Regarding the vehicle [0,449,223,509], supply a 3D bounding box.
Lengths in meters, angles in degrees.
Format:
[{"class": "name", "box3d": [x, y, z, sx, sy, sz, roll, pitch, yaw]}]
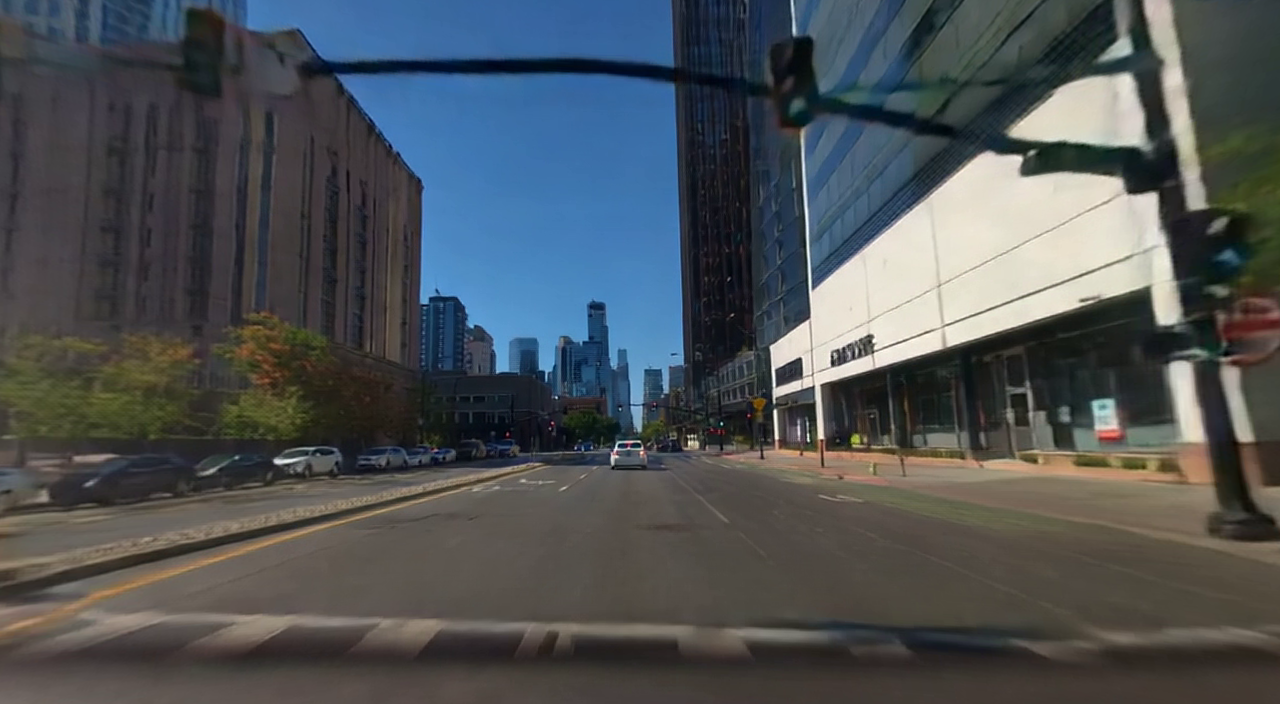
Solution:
[{"class": "vehicle", "box3d": [-15.557, 3.706, 19.046, 2.098, 1.524, 5.102, -1, -9, 6]}]

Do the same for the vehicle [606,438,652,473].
[{"class": "vehicle", "box3d": [-0.500, 4.864, 29.758, 2.045, 1.510, 3.690, 0, -9, 0]}]

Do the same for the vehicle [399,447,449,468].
[{"class": "vehicle", "box3d": [-15.816, 7.733, 46.457, 1.931, 1.455, 5.023, 0, -9, 0]}]

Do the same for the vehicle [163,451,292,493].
[{"class": "vehicle", "box3d": [-15.571, 4.508, 24.216, 1.980, 1.427, 4.449, 0, -9, -1]}]

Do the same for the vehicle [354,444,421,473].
[{"class": "vehicle", "box3d": [-15.756, 6.638, 39.726, 2.130, 1.692, 4.734, -1, -9, 2]}]

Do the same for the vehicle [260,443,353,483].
[{"class": "vehicle", "box3d": [-15.707, 5.248, 30.030, 1.981, 1.755, 4.113, -1, -10, 3]}]
